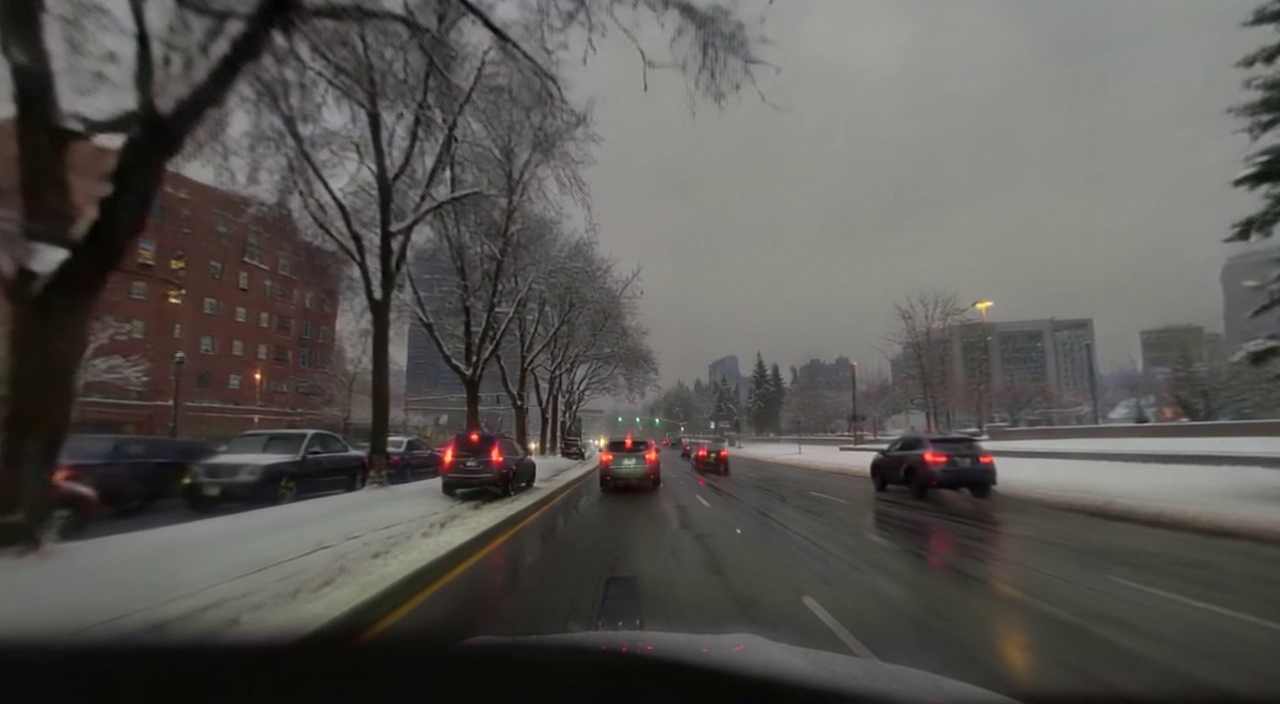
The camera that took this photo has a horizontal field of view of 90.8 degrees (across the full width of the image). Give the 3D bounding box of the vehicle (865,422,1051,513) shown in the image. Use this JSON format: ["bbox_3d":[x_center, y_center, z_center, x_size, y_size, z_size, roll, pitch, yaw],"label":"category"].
[{"bbox_3d":[6.701,2.474,13.940,1.889,1.681,4.120,0,-8,0],"label":"vehicle"}]

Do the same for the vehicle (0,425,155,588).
[{"bbox_3d":[-6.832,1.354,5.309,1.877,1.493,4.624,0,-8,-1],"label":"vehicle"}]

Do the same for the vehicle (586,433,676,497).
[{"bbox_3d":[-0.239,3.006,17.232,2.161,1.501,4.184,0,-8,-1],"label":"vehicle"}]

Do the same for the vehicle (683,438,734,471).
[{"bbox_3d":[3.238,4.974,30.762,1.905,1.473,4.183,0,-8,-2],"label":"vehicle"}]

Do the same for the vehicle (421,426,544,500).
[{"bbox_3d":[-3.838,2.799,16.264,2.009,1.619,4.376,0,-8,1],"label":"vehicle"}]

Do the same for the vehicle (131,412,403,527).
[{"bbox_3d":[-6.765,2.211,12.518,1.864,1.737,5.689,0,-8,1],"label":"vehicle"}]
